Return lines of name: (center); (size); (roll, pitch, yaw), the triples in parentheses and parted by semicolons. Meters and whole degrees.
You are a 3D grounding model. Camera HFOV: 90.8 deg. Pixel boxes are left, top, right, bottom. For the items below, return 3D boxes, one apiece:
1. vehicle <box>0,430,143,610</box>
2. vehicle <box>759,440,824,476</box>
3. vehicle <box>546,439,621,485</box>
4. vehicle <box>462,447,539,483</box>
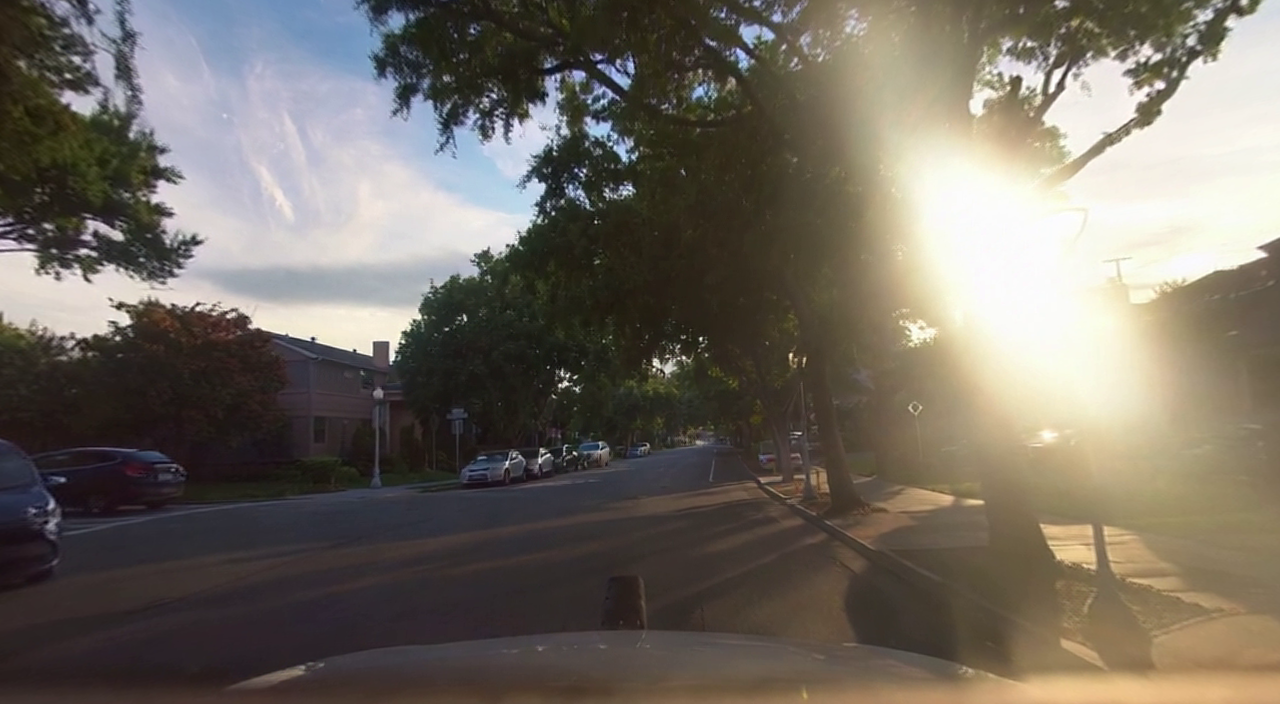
vehicle: (-7.641, 1.695, 6.815); (4.141, 1.620, 1.876); (-5, -10, 27)
vehicle: (6.715, 4.743, 28.544); (1.918, 1.461, 4.419); (0, -9, 1)
vehicle: (-2.131, 4.341, 25.311); (2.110, 1.651, 4.410); (-1, -9, 7)
vehicle: (-6.047, 4.942, 27.947); (1.968, 1.443, 4.358); (-1, -9, 6)
